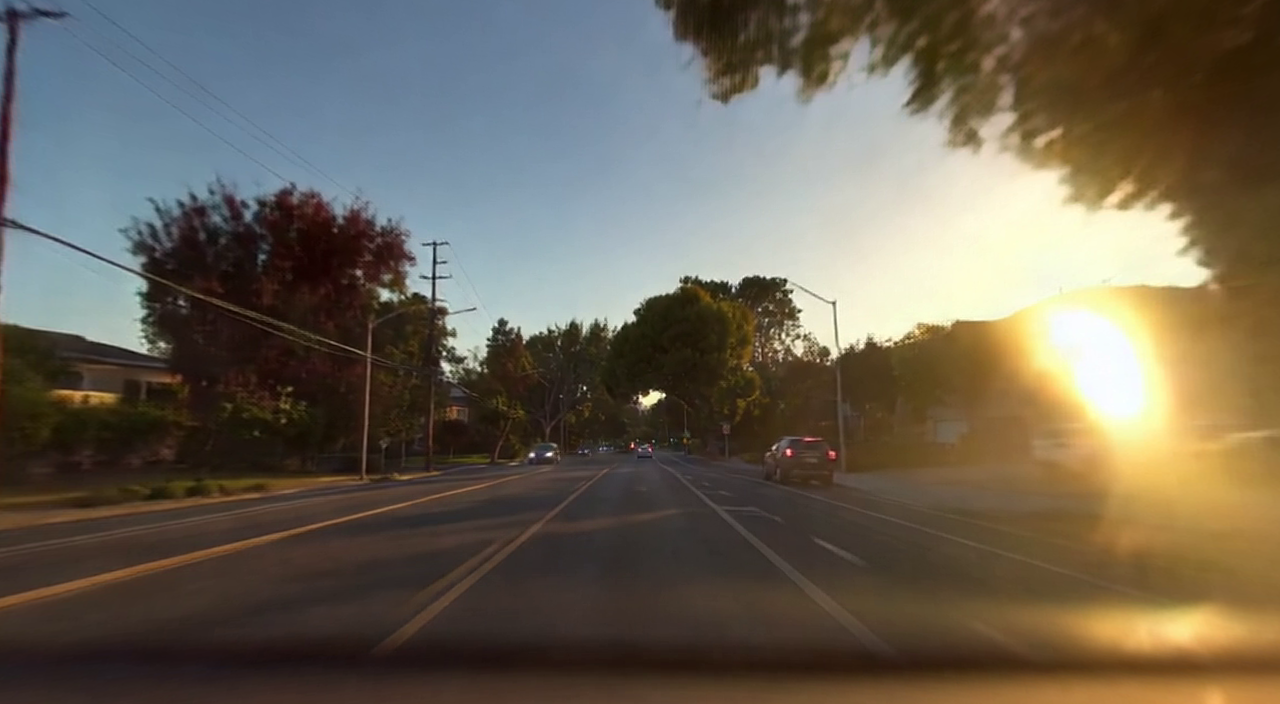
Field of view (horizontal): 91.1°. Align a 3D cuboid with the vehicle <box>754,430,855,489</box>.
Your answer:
[{"bbox_3d":[5.528,3.671,21.862,2.114,1.799,4.960,0,-8,-1],"label":"vehicle"}]

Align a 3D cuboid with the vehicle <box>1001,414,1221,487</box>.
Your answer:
[{"bbox_3d":[13.284,2.741,17.822,4.981,1.857,2.104,1,-8,-13],"label":"vehicle"}]

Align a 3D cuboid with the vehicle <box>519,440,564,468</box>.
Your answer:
[{"bbox_3d":[-7.165,7.527,46.454,2.325,1.877,5.690,-1,-8,1],"label":"vehicle"}]

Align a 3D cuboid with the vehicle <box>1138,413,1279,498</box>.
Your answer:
[{"bbox_3d":[13.854,2.175,13.580,4.399,1.663,1.970,-1,-8,0],"label":"vehicle"}]
